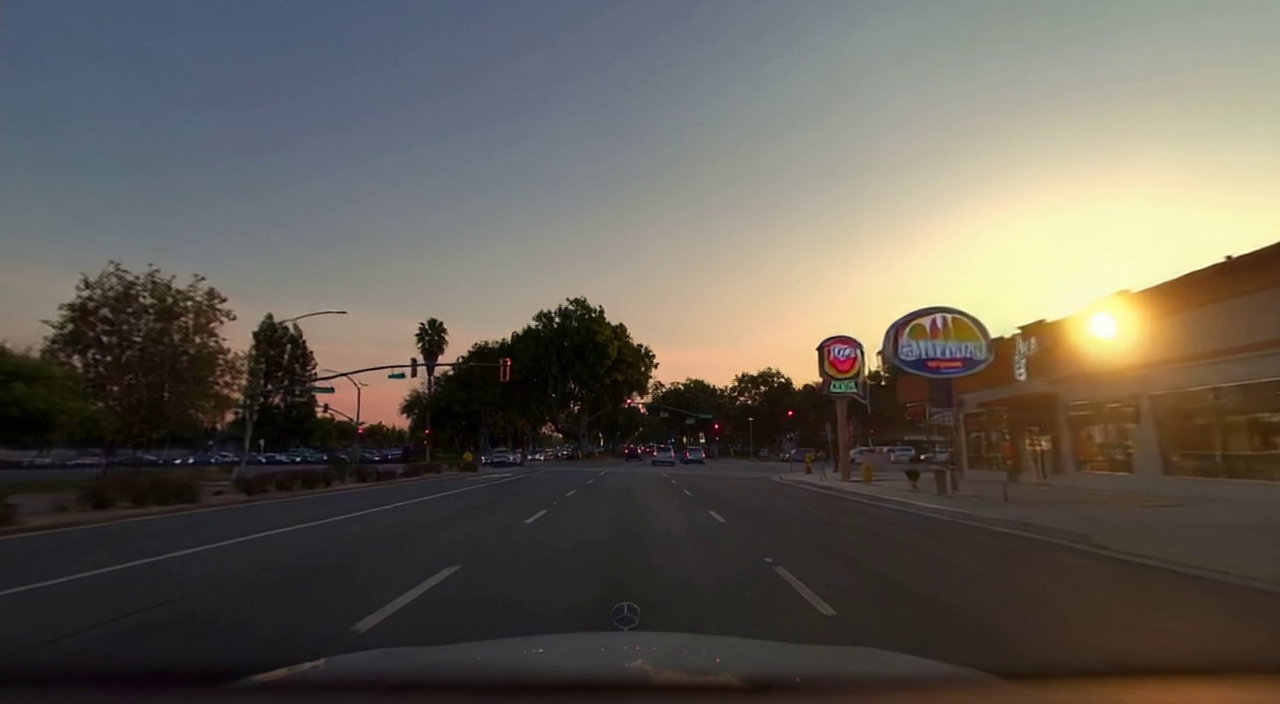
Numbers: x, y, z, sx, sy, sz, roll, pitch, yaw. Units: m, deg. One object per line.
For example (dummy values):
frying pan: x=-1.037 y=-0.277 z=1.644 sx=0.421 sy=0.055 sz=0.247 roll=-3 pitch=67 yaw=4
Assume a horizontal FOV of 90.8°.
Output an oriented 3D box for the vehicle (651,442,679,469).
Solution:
vehicle: x=1.946 y=8.059 z=49.479 sx=2.096 sy=1.961 sz=4.259 roll=0 pitch=-9 yaw=2
